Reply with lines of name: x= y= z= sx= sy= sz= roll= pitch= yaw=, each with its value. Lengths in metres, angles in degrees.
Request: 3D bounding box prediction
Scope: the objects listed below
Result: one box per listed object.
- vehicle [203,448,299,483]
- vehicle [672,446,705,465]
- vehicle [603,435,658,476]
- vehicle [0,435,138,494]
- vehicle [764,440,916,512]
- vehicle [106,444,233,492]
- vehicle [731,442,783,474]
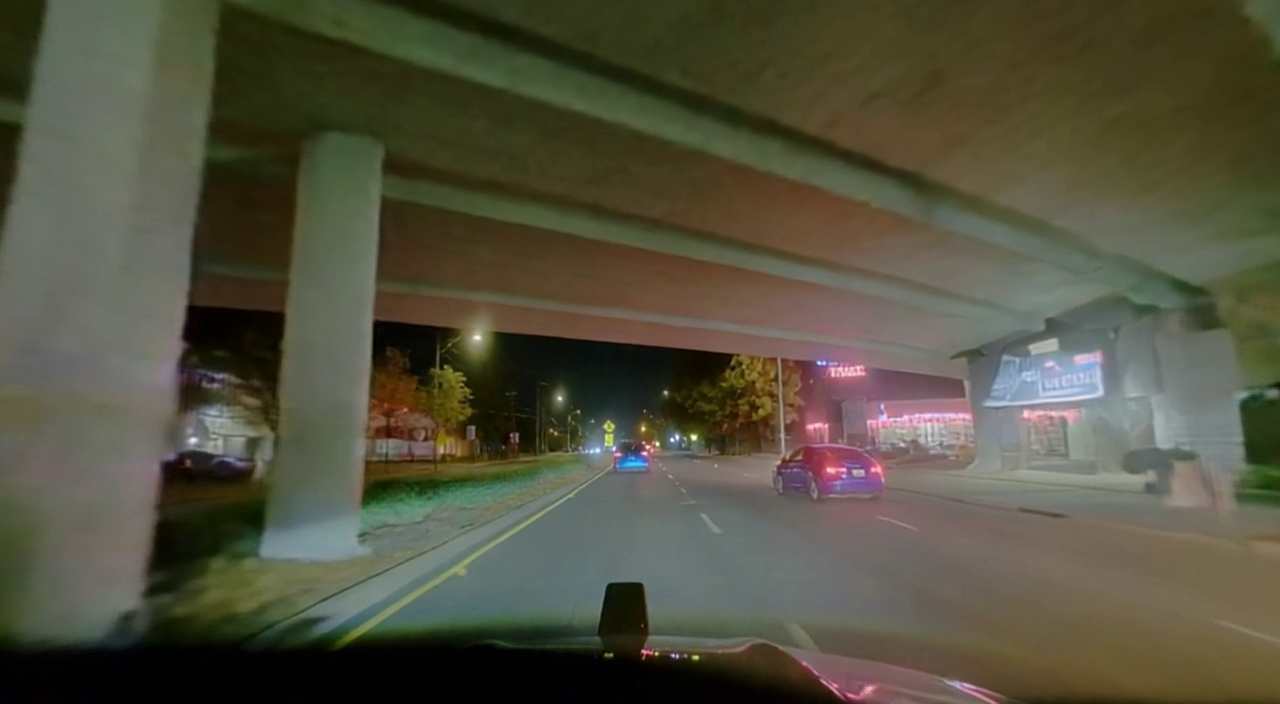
vehicle: x=-19.421 y=5.657 z=31.744 sx=1.913 sy=1.612 sz=4.505 roll=0 pitch=-8 yaw=0
vehicle: x=3.684 y=7.921 z=48.572 sx=2.126 sy=1.375 sz=4.241 roll=0 pitch=-8 yaw=-1
vehicle: x=-0.414 y=4.937 z=30.327 sx=2.441 sy=1.813 sz=4.581 roll=0 pitch=-8 yaw=0
vehicle: x=-25.397 y=4.679 z=26.664 sx=2.510 sy=2.180 sz=7.492 roll=0 pitch=-9 yaw=-4
vehicle: x=4.675 y=2.953 z=15.571 sx=1.954 sy=1.479 sz=4.557 roll=0 pitch=-8 yaw=-4
vehicle: x=-19.746 y=4.845 z=26.744 sx=1.989 sy=1.820 sz=4.427 roll=0 pitch=-8 yaw=-1
vehicle: x=6.476 y=5.898 z=35.314 sx=1.974 sy=1.663 sz=4.299 roll=0 pitch=-8 yaw=-1
